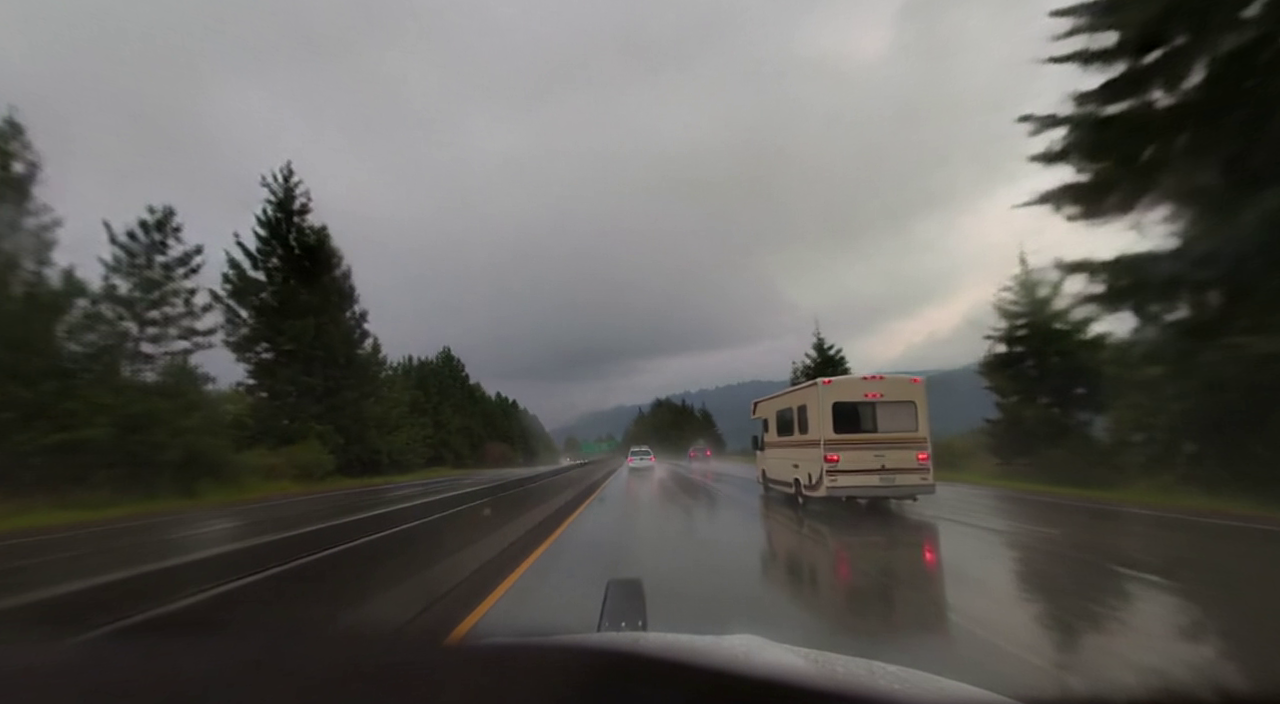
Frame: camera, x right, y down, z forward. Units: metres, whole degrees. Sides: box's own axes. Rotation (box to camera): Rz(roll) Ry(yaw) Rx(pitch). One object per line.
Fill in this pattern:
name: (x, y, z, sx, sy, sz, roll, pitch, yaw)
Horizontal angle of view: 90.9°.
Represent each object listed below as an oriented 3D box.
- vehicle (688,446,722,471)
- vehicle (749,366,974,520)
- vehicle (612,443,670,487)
vehicle: (4.107, 6.817, 40.420, 1.757, 1.459, 3.398, 0, -9, -1)
vehicle: (4.698, 2.226, 15.218, 2.745, 2.832, 7.035, 0, -9, -1)
vehicle: (0.008, 4.433, 25.053, 2.120, 1.575, 4.018, 0, -9, -1)
